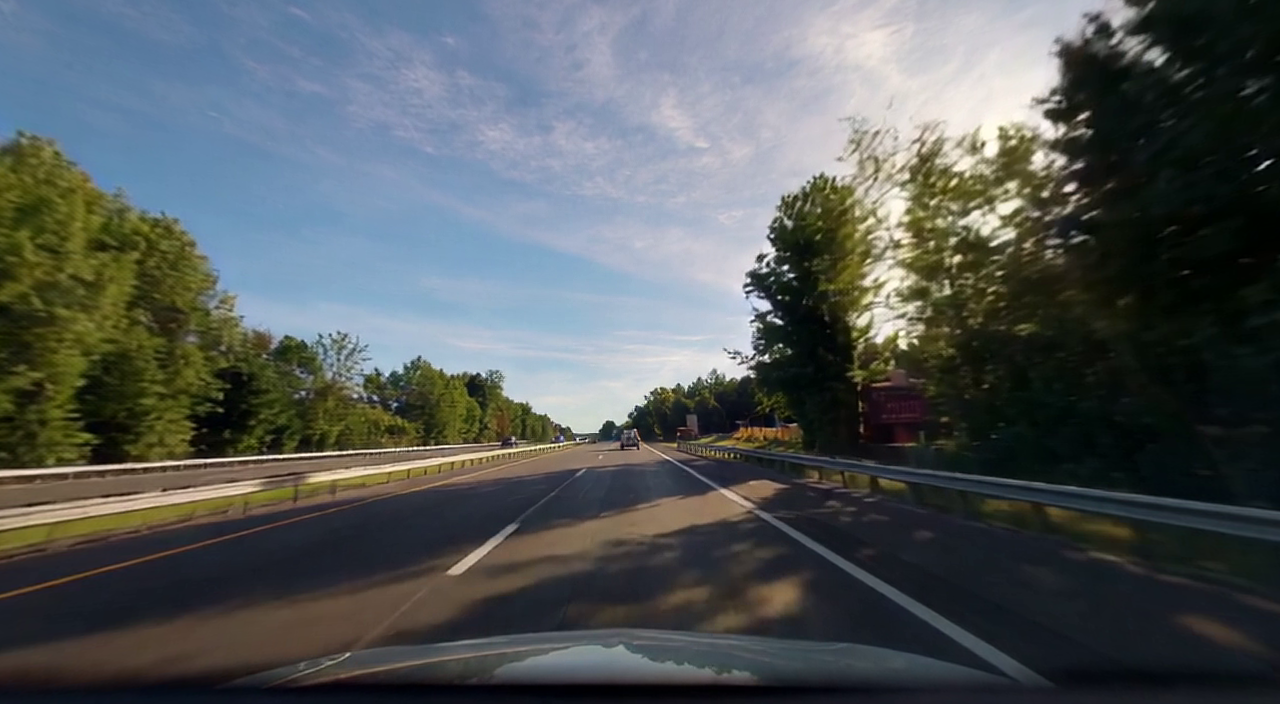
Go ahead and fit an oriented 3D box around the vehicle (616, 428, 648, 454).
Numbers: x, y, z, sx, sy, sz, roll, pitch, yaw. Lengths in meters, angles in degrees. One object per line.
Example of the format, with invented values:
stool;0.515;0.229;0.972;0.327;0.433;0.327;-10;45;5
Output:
vehicle;-0.613;6.757;47.918;2.295;1.861;4.564;0;-8;-1
